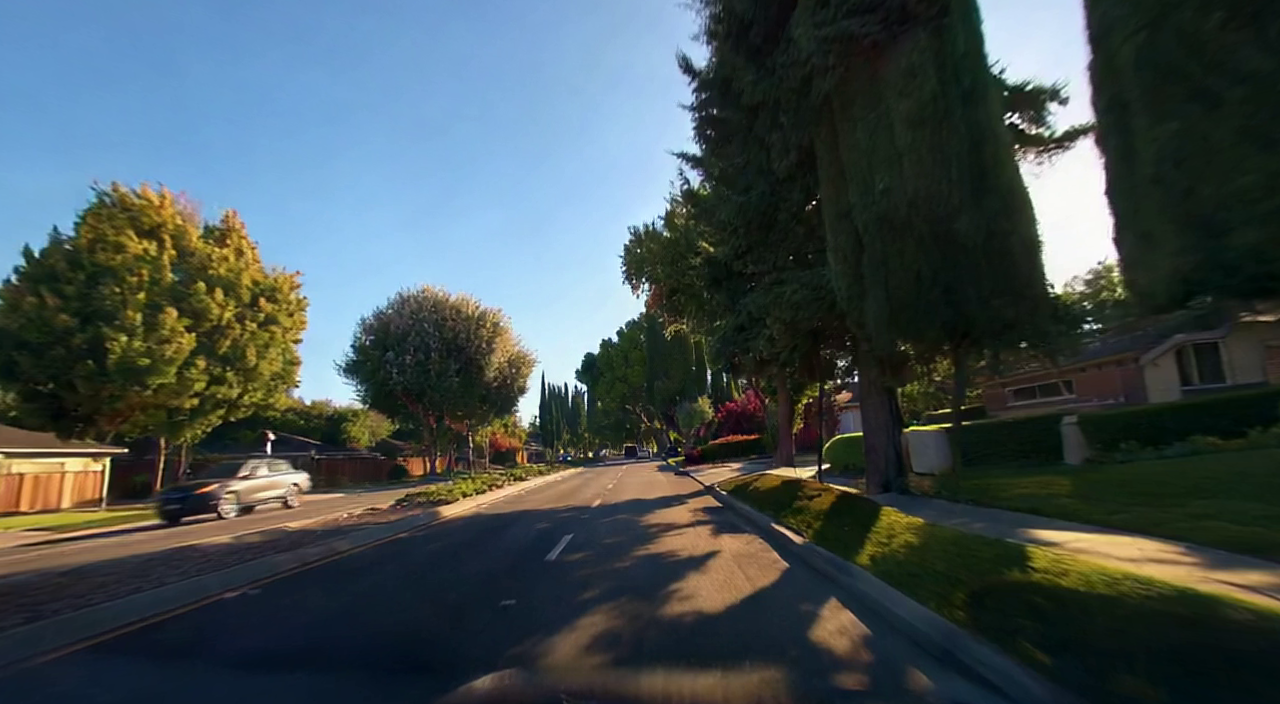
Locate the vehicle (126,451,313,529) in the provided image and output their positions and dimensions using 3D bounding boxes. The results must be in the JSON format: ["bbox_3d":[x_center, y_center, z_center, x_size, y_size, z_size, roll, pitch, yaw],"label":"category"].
[{"bbox_3d":[-11.462,3.735,17.701,2.168,1.683,4.502,-4,-8,0],"label":"vehicle"}]
